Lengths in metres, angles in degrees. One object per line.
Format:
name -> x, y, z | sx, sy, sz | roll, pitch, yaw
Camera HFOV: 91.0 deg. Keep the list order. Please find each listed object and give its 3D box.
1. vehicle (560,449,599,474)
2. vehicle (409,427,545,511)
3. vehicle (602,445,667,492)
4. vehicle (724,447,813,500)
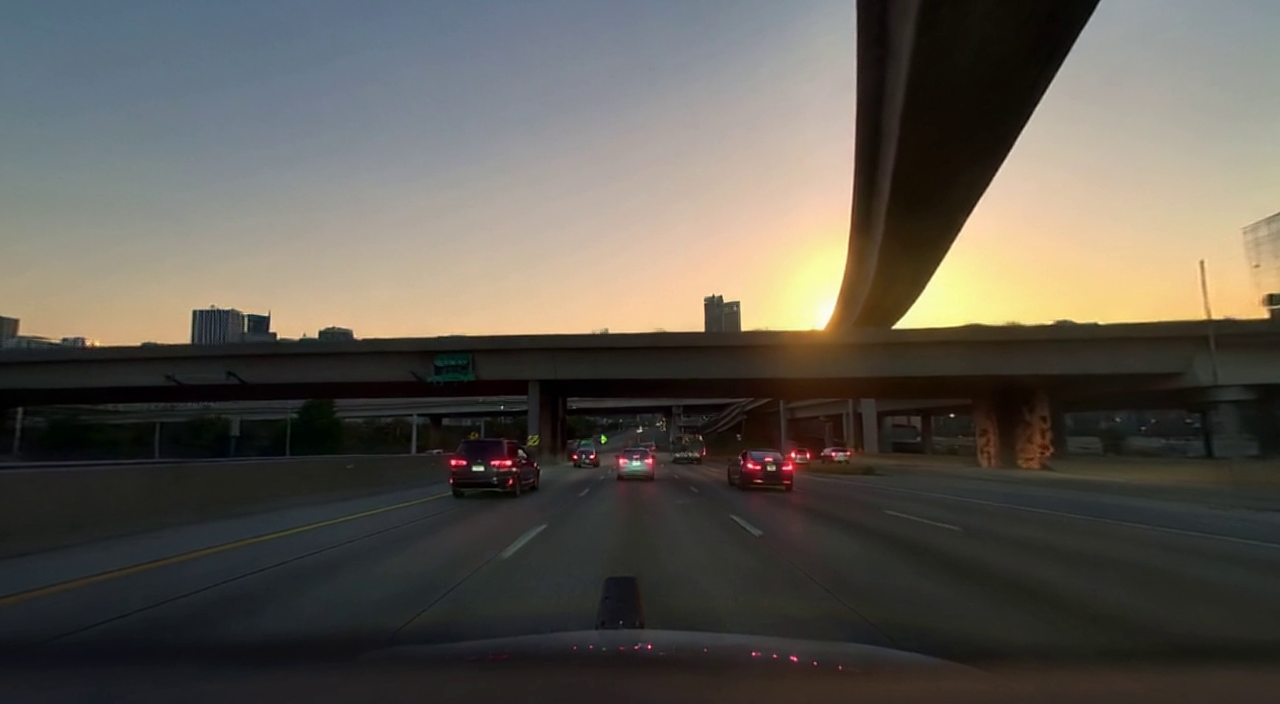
vehicle -> -3.645, 6.688, 38.773 | 1.868, 1.431, 4.055 | 0, -9, 2
vehicle -> -3.929, 2.909, 16.145 | 2.142, 1.819, 4.648 | 0, -9, 1
vehicle -> -0.158, 4.102, 22.525 | 2.089, 1.493, 3.964 | 0, -9, 0
vehicle -> 3.987, 3.805, 20.187 | 1.974, 1.490, 3.994 | 0, -9, 0
